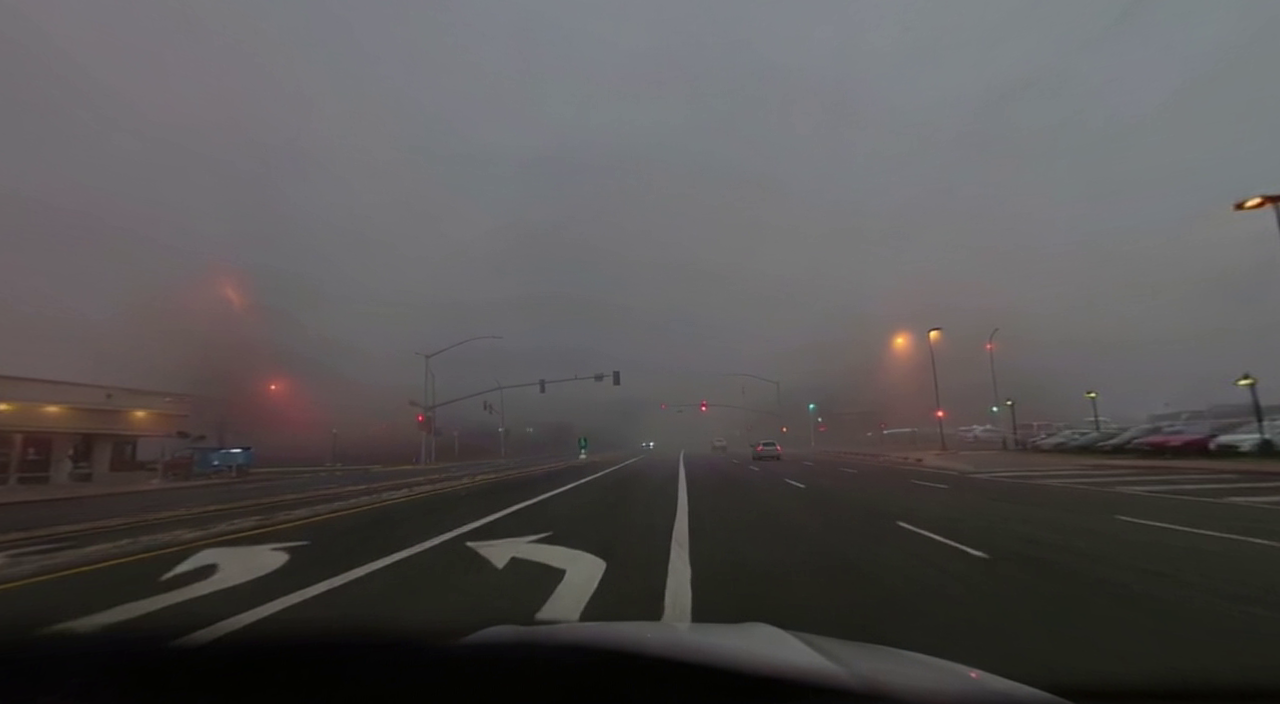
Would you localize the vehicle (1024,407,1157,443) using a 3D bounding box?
[{"bbox_3d":[29.745,4.887,41.845,6.608,2.249,2.726,-1,-9,2],"label":"vehicle"}]

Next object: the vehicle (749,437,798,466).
[{"bbox_3d":[7.481,5.618,35.651,2.038,1.528,4.259,-1,-9,3],"label":"vehicle"}]

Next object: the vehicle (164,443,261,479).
[{"bbox_3d":[-28.473,7.248,42.298,2.298,2.186,5.973,0,-9,1],"label":"vehicle"}]

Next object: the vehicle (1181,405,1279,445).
[{"bbox_3d":[28.800,3.475,29.880,4.326,1.788,1.984,-1,-9,2],"label":"vehicle"}]
